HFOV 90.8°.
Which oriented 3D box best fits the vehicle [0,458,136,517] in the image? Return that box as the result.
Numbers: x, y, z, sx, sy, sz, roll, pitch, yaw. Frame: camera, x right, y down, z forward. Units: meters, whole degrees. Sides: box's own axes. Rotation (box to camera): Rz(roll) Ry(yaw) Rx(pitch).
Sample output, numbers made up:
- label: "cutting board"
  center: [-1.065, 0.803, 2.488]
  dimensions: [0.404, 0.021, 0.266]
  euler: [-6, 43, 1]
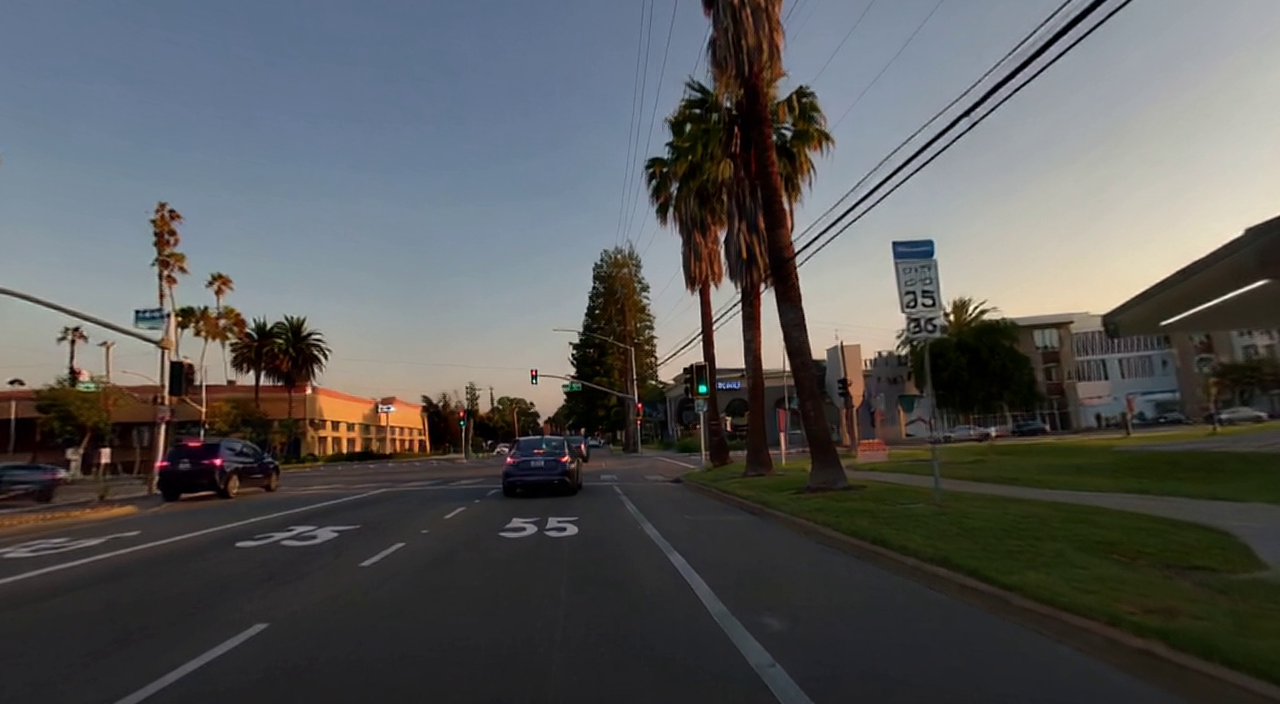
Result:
- label: "vehicle"
  center: [-18.054, 4.036, 19.279]
  dimensions: [1.879, 1.496, 4.510]
  euler: [0, -8, -4]

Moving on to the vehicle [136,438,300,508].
- label: "vehicle"
  center: [-12.513, 3.566, 19.225]
  dimensions: [2.050, 1.811, 4.752]
  euler: [1, -8, -5]

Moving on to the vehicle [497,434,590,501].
- label: "vehicle"
  center: [-2.405, 2.928, 16.458]
  dimensions: [2.063, 1.474, 4.334]
  euler: [1, -8, -6]
